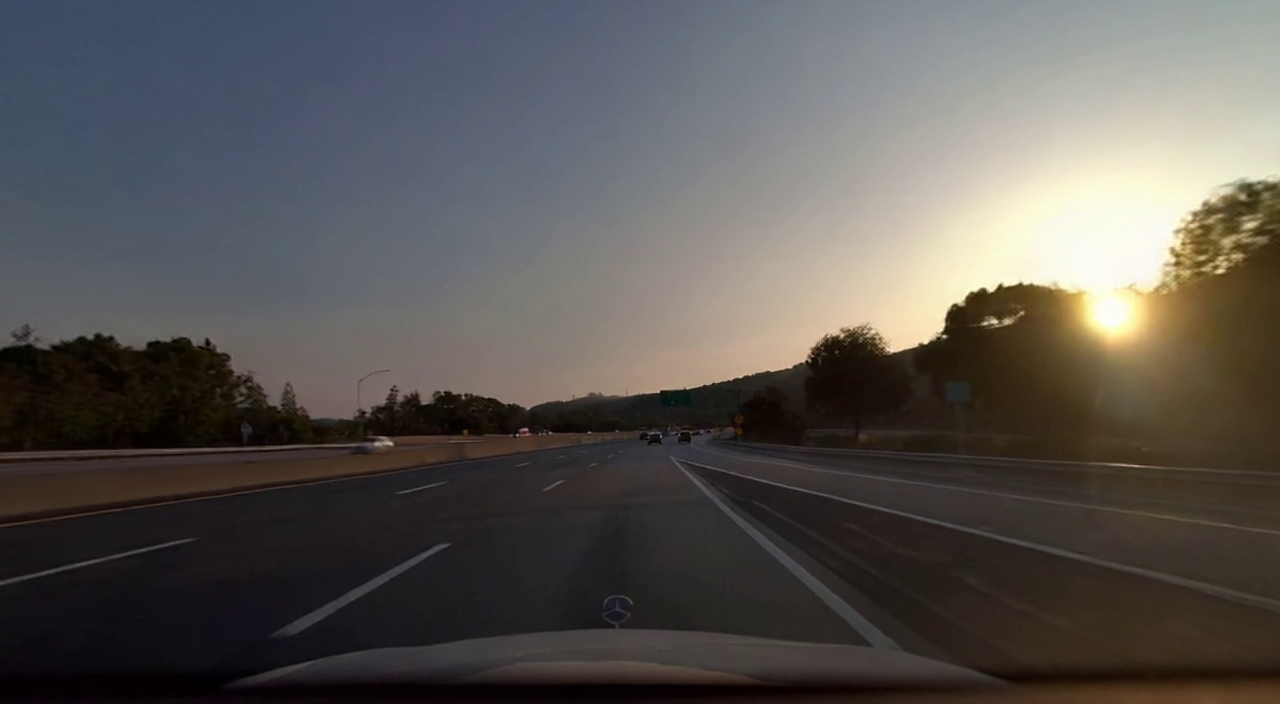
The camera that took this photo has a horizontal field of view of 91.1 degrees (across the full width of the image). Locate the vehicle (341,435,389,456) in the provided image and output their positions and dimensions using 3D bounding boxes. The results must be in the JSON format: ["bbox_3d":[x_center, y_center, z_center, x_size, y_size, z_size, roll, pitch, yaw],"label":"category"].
[{"bbox_3d":[-21.295,7.239,48.849,1.826,1.518,4.178,0,-8,1],"label":"vehicle"}]
